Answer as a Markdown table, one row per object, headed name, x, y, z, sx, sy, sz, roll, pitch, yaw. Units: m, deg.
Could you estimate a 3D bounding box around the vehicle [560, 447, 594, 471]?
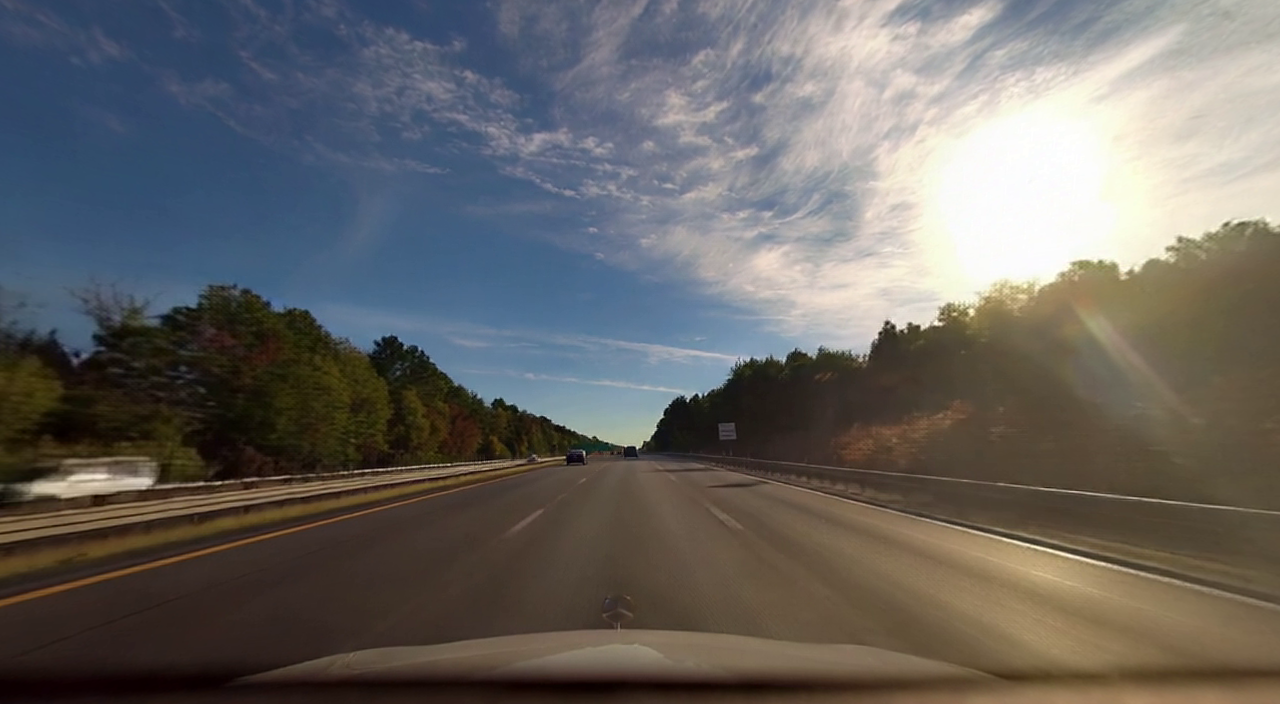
| name | x | y | z | sx | sy | sz | roll | pitch | yaw |
| --- | --- | --- | --- | --- | --- | --- | --- | --- | --- |
| vehicle | -4.144 | 7.073 | 41.816 | 1.970 | 1.492 | 3.944 | 0 | -9 | -1 |
